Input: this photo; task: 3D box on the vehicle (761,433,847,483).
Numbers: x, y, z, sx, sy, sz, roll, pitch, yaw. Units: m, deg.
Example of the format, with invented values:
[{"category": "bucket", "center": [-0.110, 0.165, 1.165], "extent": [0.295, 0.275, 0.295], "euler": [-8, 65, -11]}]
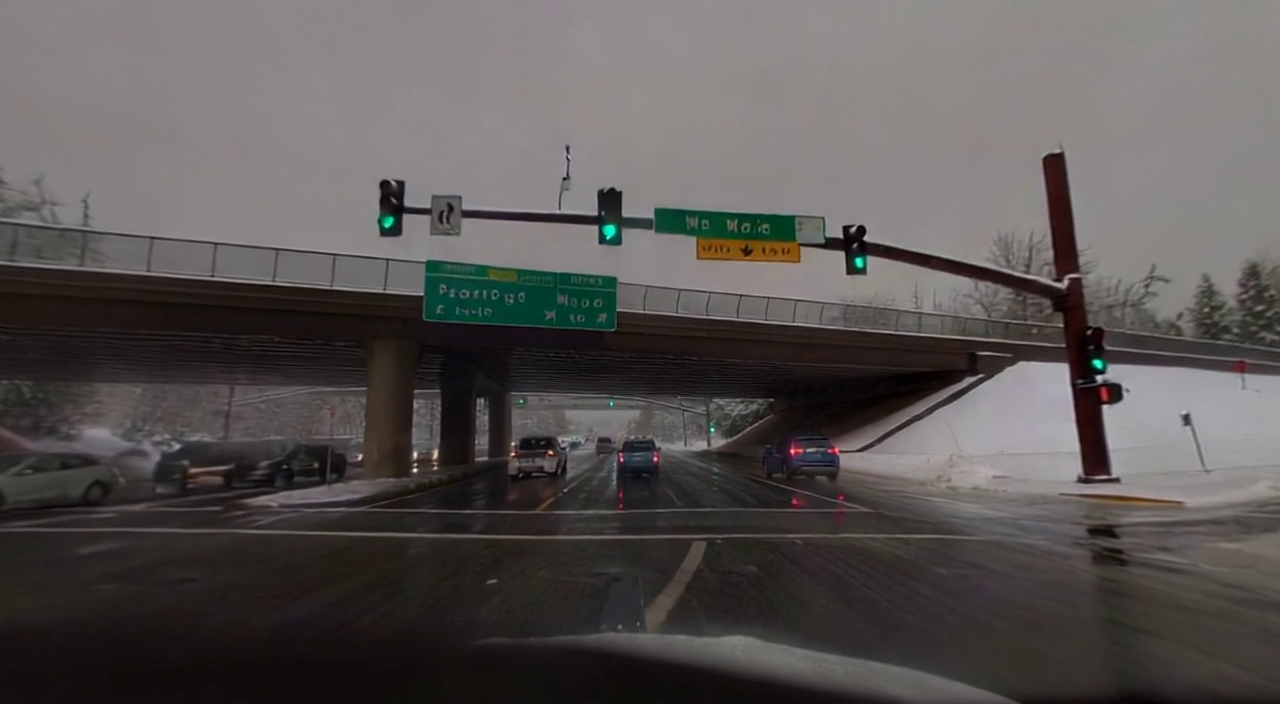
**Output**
[{"category": "vehicle", "center": [6.358, 4.156, 25.099], "extent": [2.074, 1.785, 4.320], "euler": [0, -8, -3]}]

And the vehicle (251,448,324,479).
[{"category": "vehicle", "center": [-18.407, 5.800, 33.236], "extent": [1.803, 1.504, 4.708], "euler": [1, -8, -9]}]

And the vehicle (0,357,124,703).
[{"category": "vehicle", "center": [-3.104, 0.564, 0.288], "extent": [1.880, 1.617, 4.565], "euler": [0, -8, 0]}]

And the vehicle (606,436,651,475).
[{"category": "vehicle", "center": [-0.529, 5.111, 31.353], "extent": [2.060, 1.768, 4.681], "euler": [0, -8, 0]}]
